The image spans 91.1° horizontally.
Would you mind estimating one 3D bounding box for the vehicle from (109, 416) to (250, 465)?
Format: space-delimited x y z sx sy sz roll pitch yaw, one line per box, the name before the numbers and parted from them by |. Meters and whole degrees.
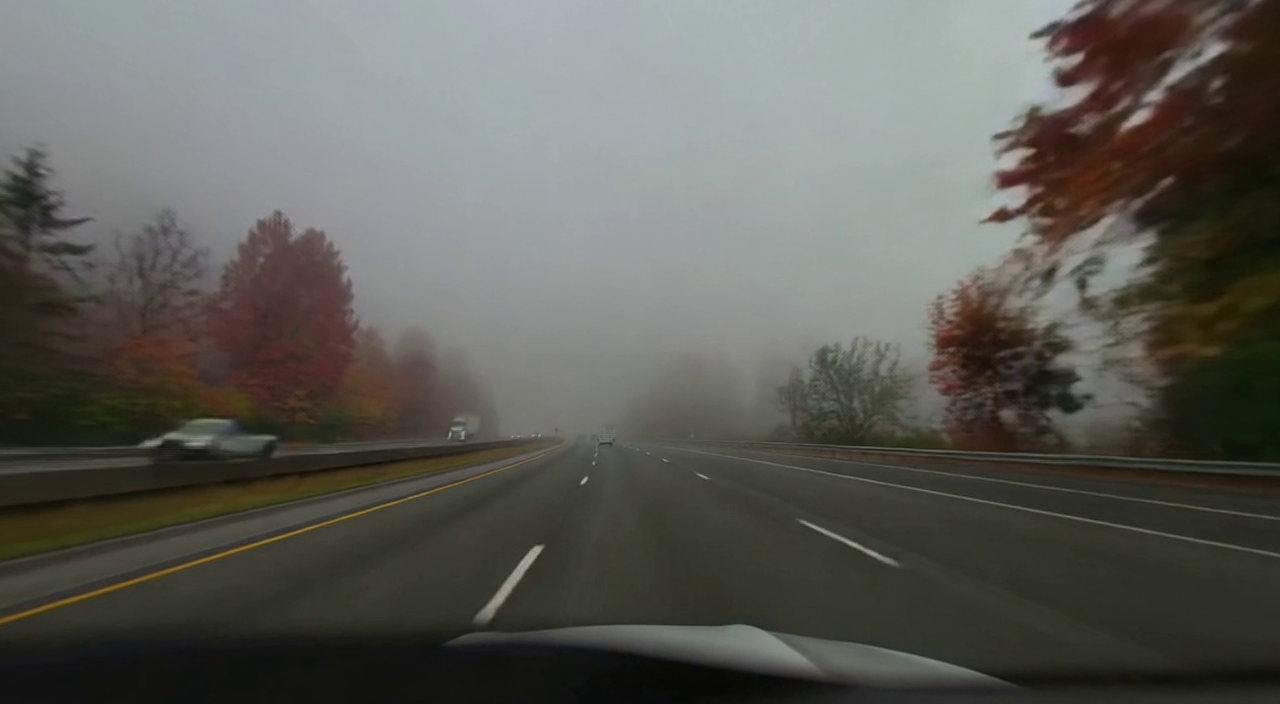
vehicle | -16.977 3.296 23.519 1.921 1.646 4.593 0 -8 -2
